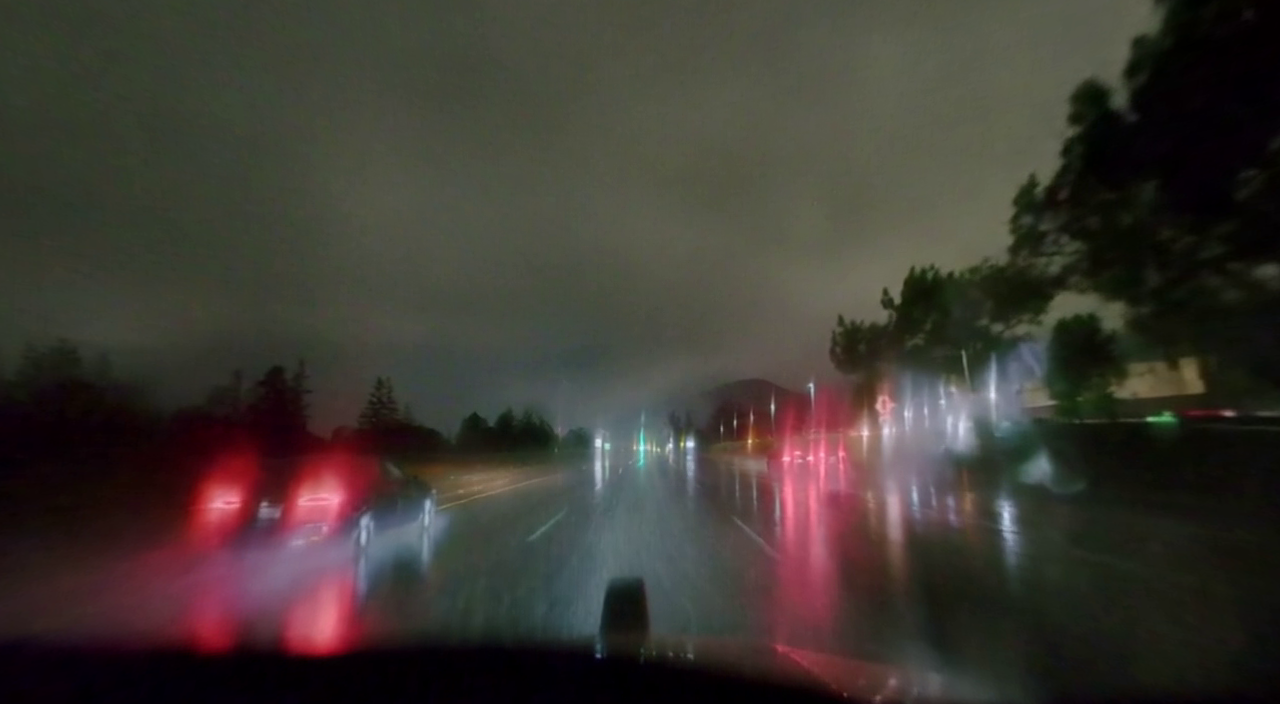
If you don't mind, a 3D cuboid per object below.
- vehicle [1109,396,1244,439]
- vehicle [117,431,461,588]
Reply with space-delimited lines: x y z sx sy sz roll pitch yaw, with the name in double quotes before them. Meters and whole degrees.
"vehicle" 23.881 3.011 28.329 2.235 1.713 4.397 0 -8 2
"vehicle" -4.105 1.884 8.470 2.021 1.526 4.385 0 -8 1
